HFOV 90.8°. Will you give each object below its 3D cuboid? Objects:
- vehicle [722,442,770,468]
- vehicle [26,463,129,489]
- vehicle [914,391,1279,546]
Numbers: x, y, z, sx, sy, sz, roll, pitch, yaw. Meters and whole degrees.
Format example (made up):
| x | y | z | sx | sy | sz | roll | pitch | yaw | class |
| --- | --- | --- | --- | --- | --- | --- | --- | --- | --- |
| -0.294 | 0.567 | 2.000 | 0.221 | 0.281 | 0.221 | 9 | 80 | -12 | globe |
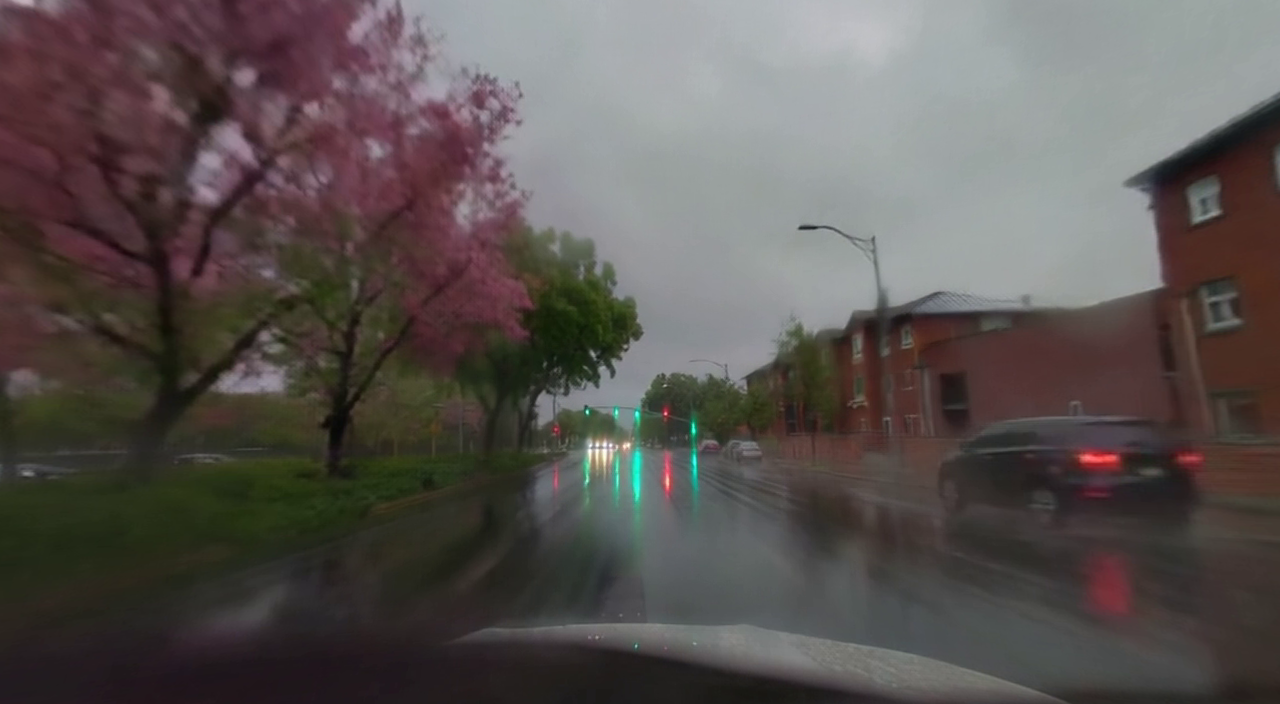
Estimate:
| x | y | z | sx | sy | sz | roll | pitch | yaw | class |
| --- | --- | --- | --- | --- | --- | --- | --- | --- | --- |
| 6.470 | 6.358 | 39.235 | 1.891 | 1.456 | 4.909 | 0 | -9 | -3 | vehicle |
| -34.022 | 7.502 | 38.327 | 4.077 | 1.429 | 1.997 | 3 | -9 | -18 | vehicle |
| 6.941 | 1.807 | 10.392 | 2.450 | 1.892 | 5.107 | 0 | -9 | -2 | vehicle |
